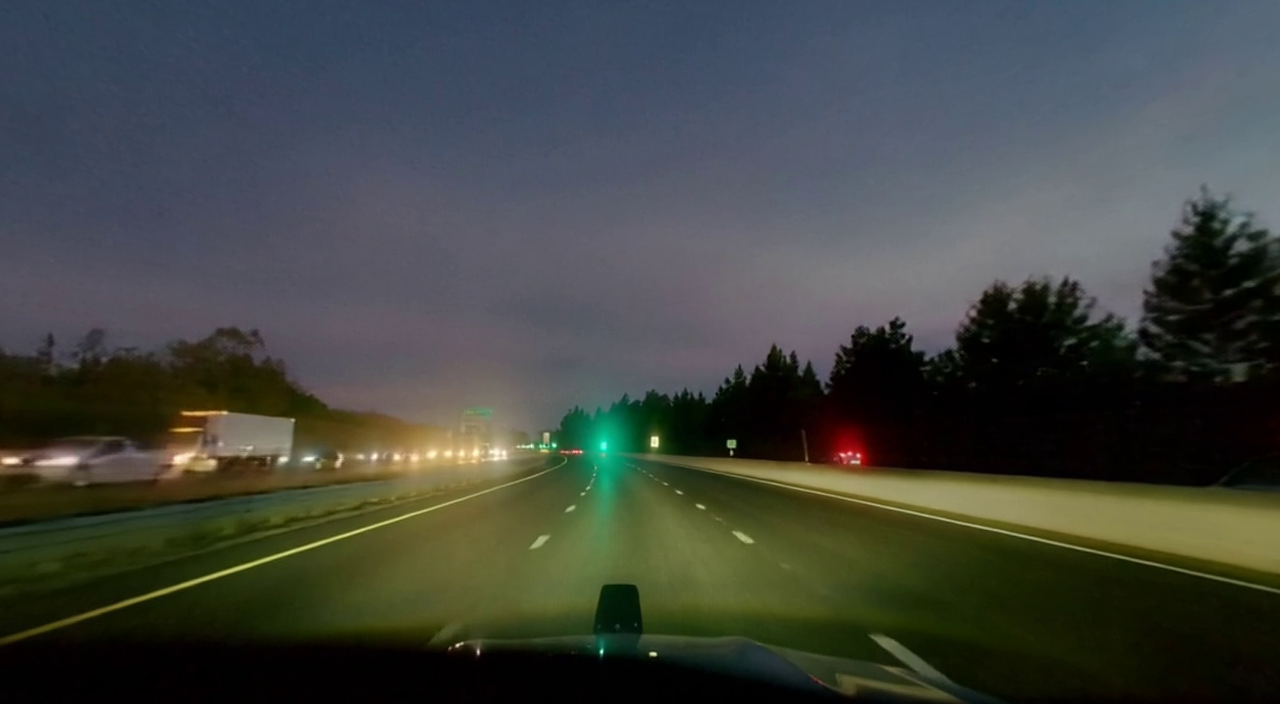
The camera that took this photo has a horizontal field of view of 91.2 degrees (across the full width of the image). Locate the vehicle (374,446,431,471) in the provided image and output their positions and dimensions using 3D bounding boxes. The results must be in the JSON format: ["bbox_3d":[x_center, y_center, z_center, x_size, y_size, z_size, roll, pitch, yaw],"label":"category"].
[{"bbox_3d":[-15.462,6.949,41.125,1.946,1.539,5.095,0,-9,-3],"label":"vehicle"}]

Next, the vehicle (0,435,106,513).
[{"bbox_3d":[-13.357,2.369,12.152,1.898,1.484,4.729,0,-9,-2],"label":"vehicle"}]

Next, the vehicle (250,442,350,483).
[{"bbox_3d":[-13.932,4.542,26.008,1.870,1.494,4.423,0,-9,-3],"label":"vehicle"}]

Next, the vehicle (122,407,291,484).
[{"bbox_3d":[-20.195,4.489,30.006,2.672,3.162,7.942,0,-9,-3],"label":"vehicle"}]
